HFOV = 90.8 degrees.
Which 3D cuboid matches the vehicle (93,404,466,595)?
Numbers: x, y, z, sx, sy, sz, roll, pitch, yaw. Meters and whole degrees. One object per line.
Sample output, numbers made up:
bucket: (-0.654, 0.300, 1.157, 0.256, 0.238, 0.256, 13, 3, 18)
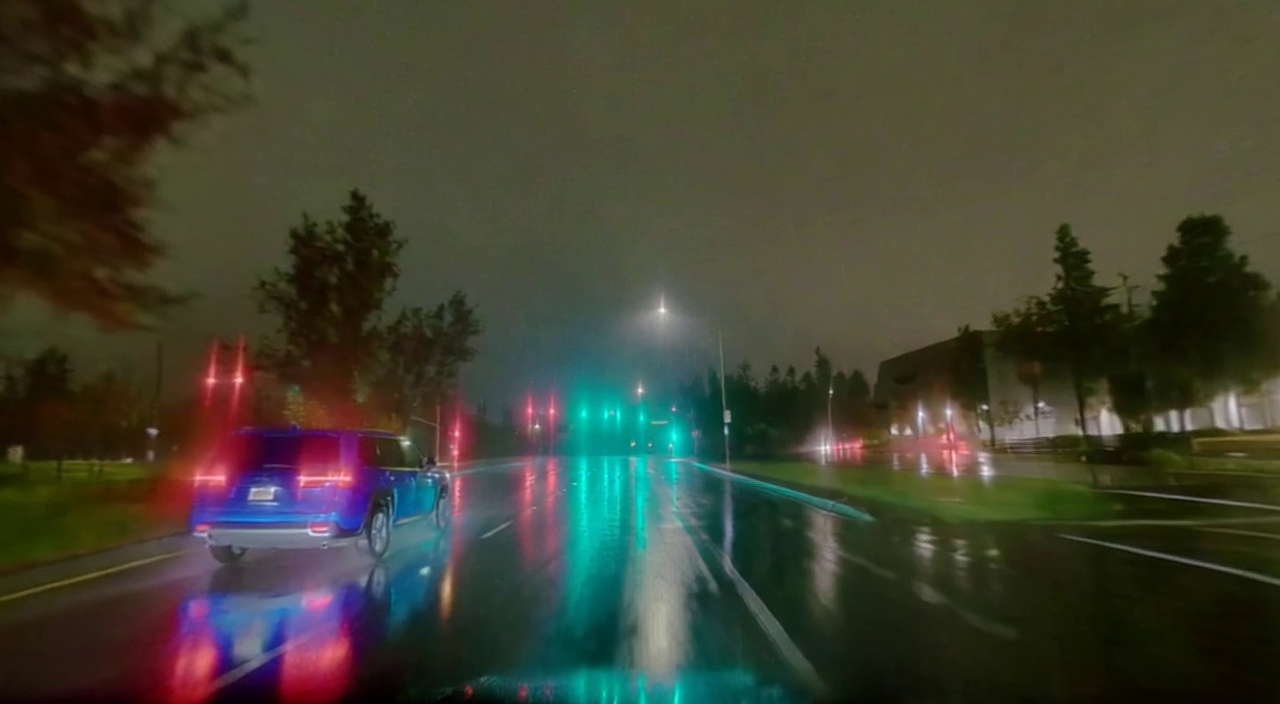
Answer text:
vehicle: (-3.885, 1.677, 8.001, 2.121, 1.724, 4.392, 0, -9, 0)
